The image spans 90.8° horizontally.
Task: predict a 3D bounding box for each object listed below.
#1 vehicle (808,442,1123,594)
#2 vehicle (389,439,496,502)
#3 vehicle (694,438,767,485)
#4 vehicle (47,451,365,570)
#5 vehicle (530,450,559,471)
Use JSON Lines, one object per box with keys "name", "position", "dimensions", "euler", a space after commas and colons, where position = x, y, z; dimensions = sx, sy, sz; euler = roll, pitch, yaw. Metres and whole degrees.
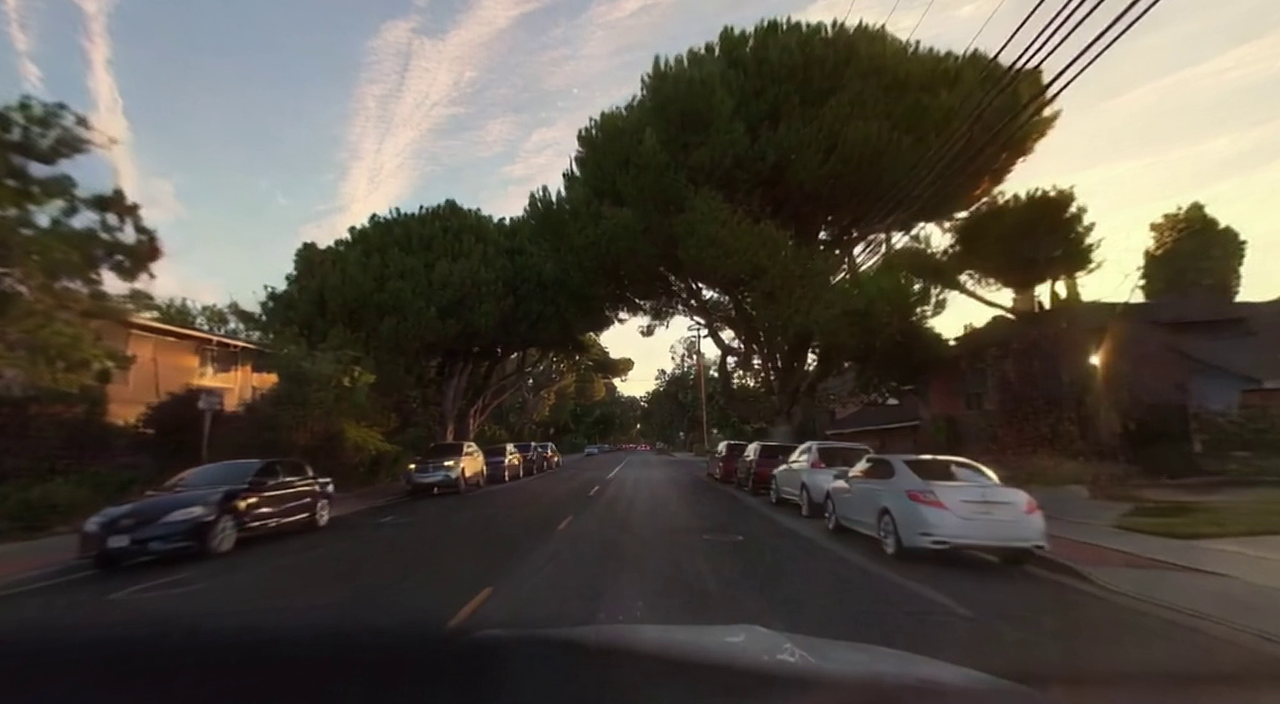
{"name": "vehicle", "position": [3.687, 1.919, 8.232], "dimensions": [1.763, 1.432, 4.323], "euler": [0, -9, 0]}
{"name": "vehicle", "position": [-6.315, 3.831, 20.870], "dimensions": [2.031, 1.799, 4.587], "euler": [0, -9, 0]}
{"name": "vehicle", "position": [3.650, 4.566, 26.669], "dimensions": [2.178, 1.757, 5.495], "euler": [0, -9, -1]}
{"name": "vehicle", "position": [-6.408, 2.330, 10.163], "dimensions": [2.031, 1.454, 4.410], "euler": [0, -9, -1]}
{"name": "vehicle", "position": [-7.111, 8.082, 47.384], "dimensions": [1.997, 1.456, 4.319], "euler": [1, -9, -7]}
